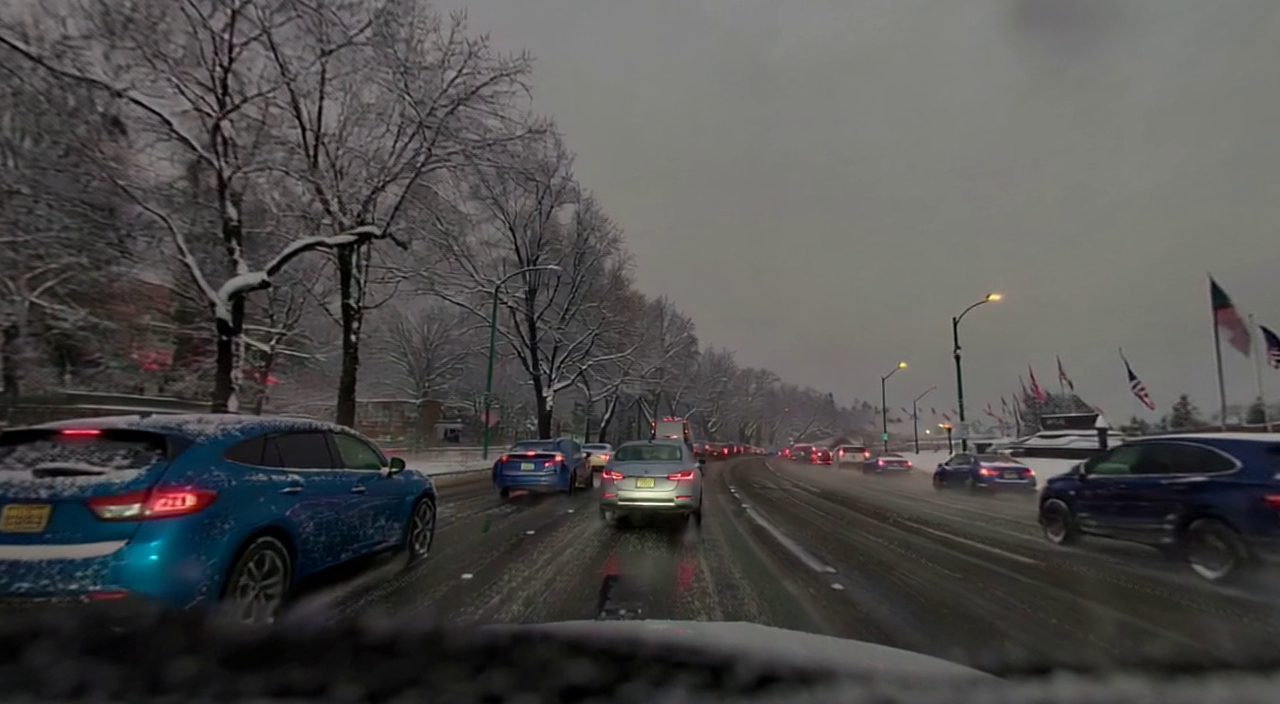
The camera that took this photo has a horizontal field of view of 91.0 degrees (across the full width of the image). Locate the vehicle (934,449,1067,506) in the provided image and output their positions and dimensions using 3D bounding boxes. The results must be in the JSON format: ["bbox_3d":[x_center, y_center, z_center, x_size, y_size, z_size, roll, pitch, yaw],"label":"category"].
[{"bbox_3d":[11.342,3.922,20.248,1.934,1.585,4.397,0,-9,5],"label":"vehicle"}]

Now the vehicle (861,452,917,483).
[{"bbox_3d":[12.868,5.953,32.786,1.749,1.481,3.808,0,-9,6],"label":"vehicle"}]

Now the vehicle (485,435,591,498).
[{"bbox_3d":[-2.791,3.275,18.419,1.974,1.549,4.603,0,-9,5],"label":"vehicle"}]

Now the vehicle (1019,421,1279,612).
[{"bbox_3d":[6.512,1.636,6.859,2.011,1.610,4.568,0,-9,2],"label":"vehicle"}]

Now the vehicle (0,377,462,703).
[{"bbox_3d":[-3.159,1.249,5.062,1.988,1.635,4.260,0,-9,3],"label":"vehicle"}]

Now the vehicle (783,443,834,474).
[{"bbox_3d":[8.880,5.630,33.522,1.944,1.544,4.301,0,-9,7],"label":"vehicle"}]

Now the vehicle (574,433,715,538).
[{"bbox_3d":[0.214,2.288,11.488,2.090,1.506,4.276,0,-9,4],"label":"vehicle"}]
